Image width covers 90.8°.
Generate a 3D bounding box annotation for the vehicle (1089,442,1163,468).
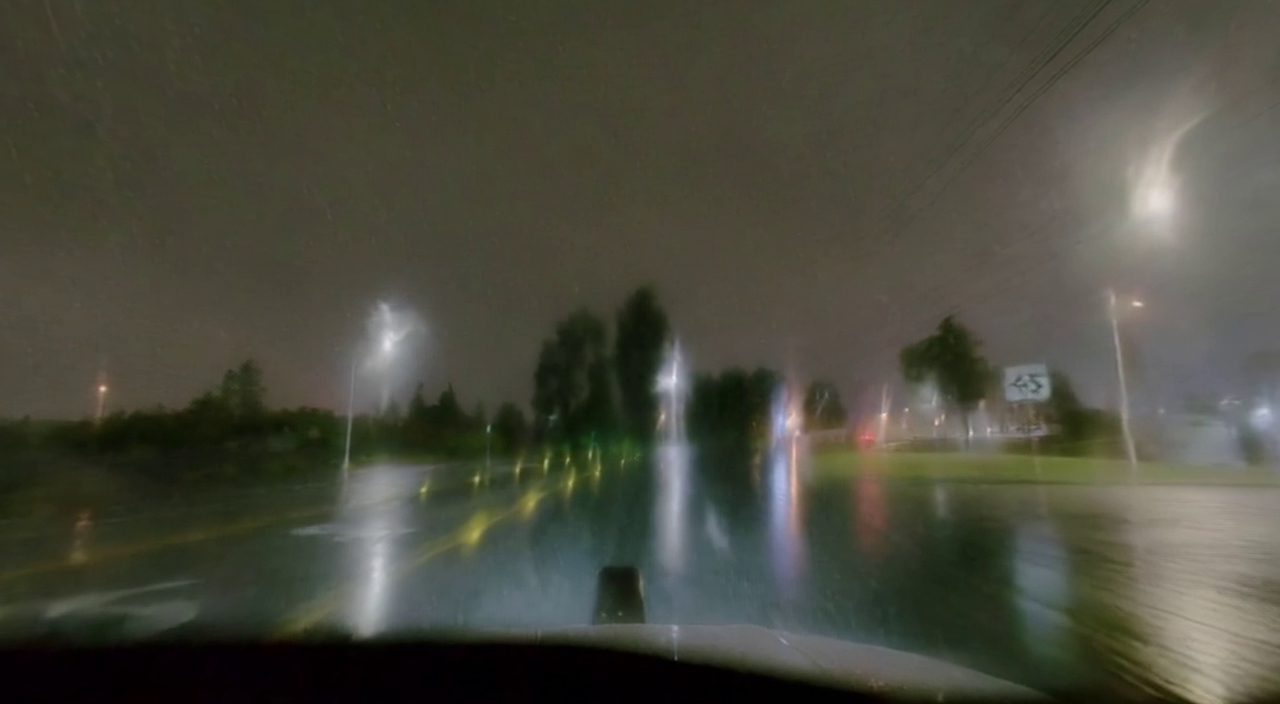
[{"bbox_3d":[31.143,6.680,40.685,1.807,1.443,4.905,-1,-11,13],"label":"vehicle"}]
